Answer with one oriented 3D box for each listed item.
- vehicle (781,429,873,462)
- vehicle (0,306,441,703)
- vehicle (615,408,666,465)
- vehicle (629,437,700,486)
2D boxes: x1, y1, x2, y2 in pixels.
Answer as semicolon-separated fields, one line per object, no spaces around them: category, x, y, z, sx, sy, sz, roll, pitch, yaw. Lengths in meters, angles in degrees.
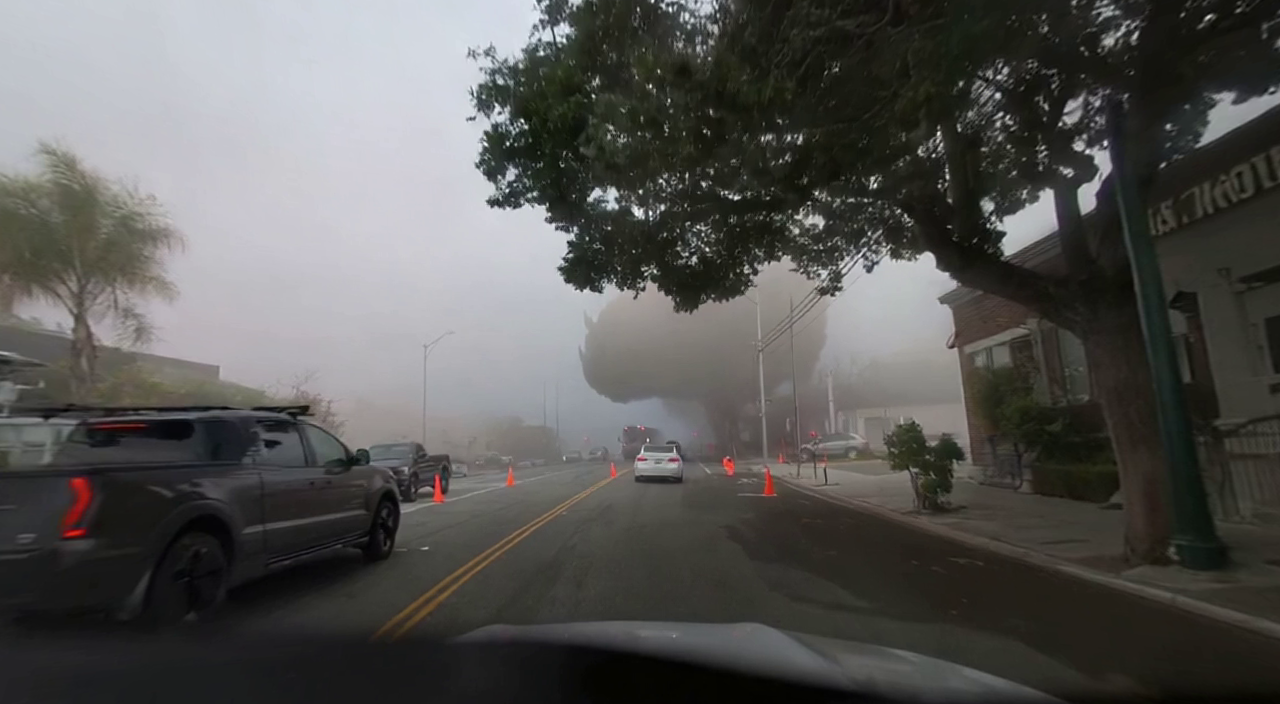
vehicle;11.460;5.747;38.948;4.859;1.914;2.333;0;-8;-4
vehicle;-4.212;1.228;5.515;2.500;2.128;6.396;-2;-8;4
vehicle;0.049;5.875;43.312;2.977;3.271;12.748;0;-8;0
vehicle;0.841;3.666;21.487;2.159;1.506;4.086;0;-8;2
